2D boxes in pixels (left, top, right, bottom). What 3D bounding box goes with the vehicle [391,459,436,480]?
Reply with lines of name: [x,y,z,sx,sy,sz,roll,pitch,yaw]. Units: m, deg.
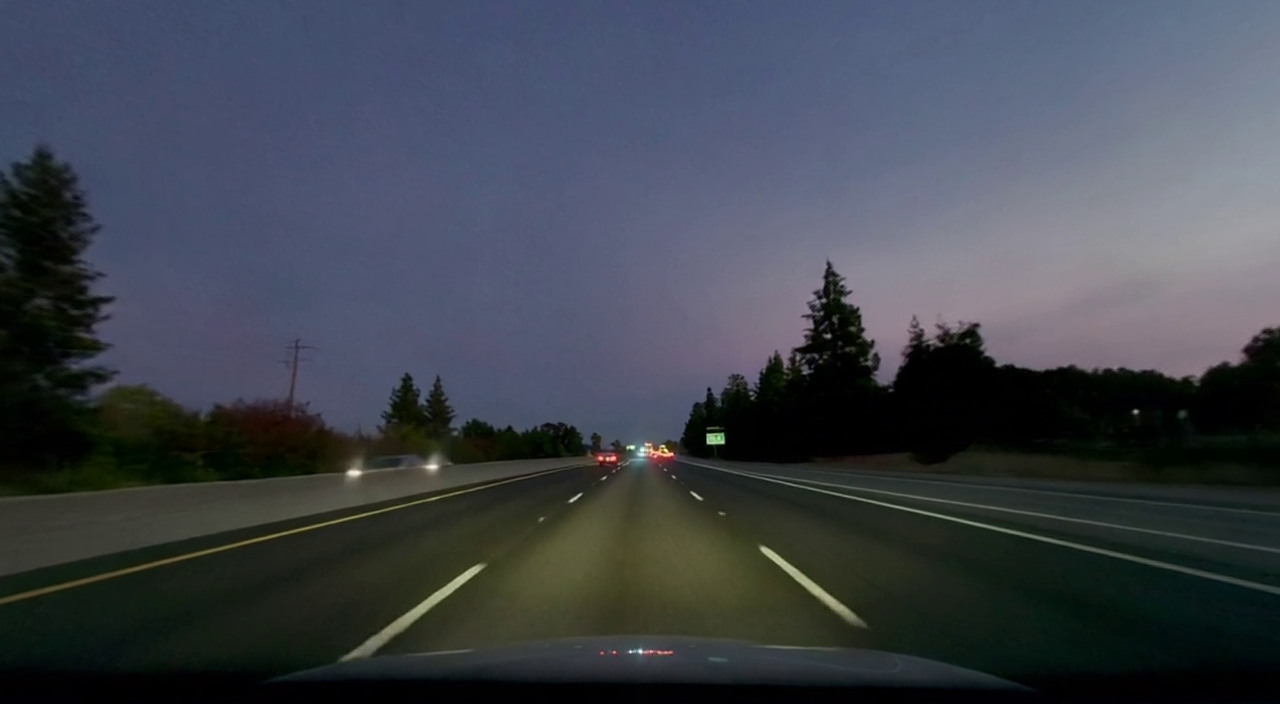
vehicle: [-16.512,8.587,46.083,1.769,1.419,3.896,0,-9,0]

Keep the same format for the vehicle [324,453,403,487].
vehicle: [-12.167,5.185,28.011,1.768,1.375,3.927,0,-9,0]
